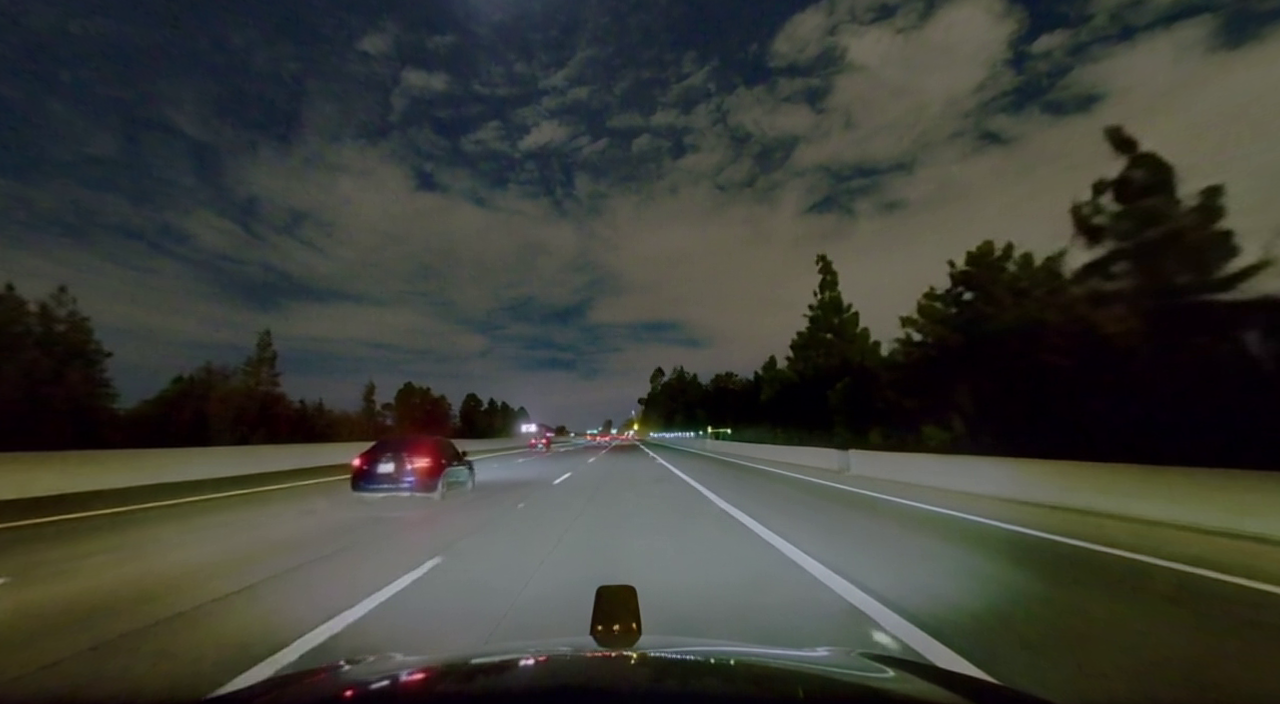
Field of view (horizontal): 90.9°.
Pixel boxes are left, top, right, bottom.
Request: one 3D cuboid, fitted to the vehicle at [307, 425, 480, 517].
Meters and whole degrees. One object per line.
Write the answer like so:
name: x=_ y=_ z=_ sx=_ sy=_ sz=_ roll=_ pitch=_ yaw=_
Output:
vehicle: x=-4.565 y=2.219 z=12.340 sx=1.912 sy=1.495 sz=3.703 roll=0 pitch=-8 yaw=-1
